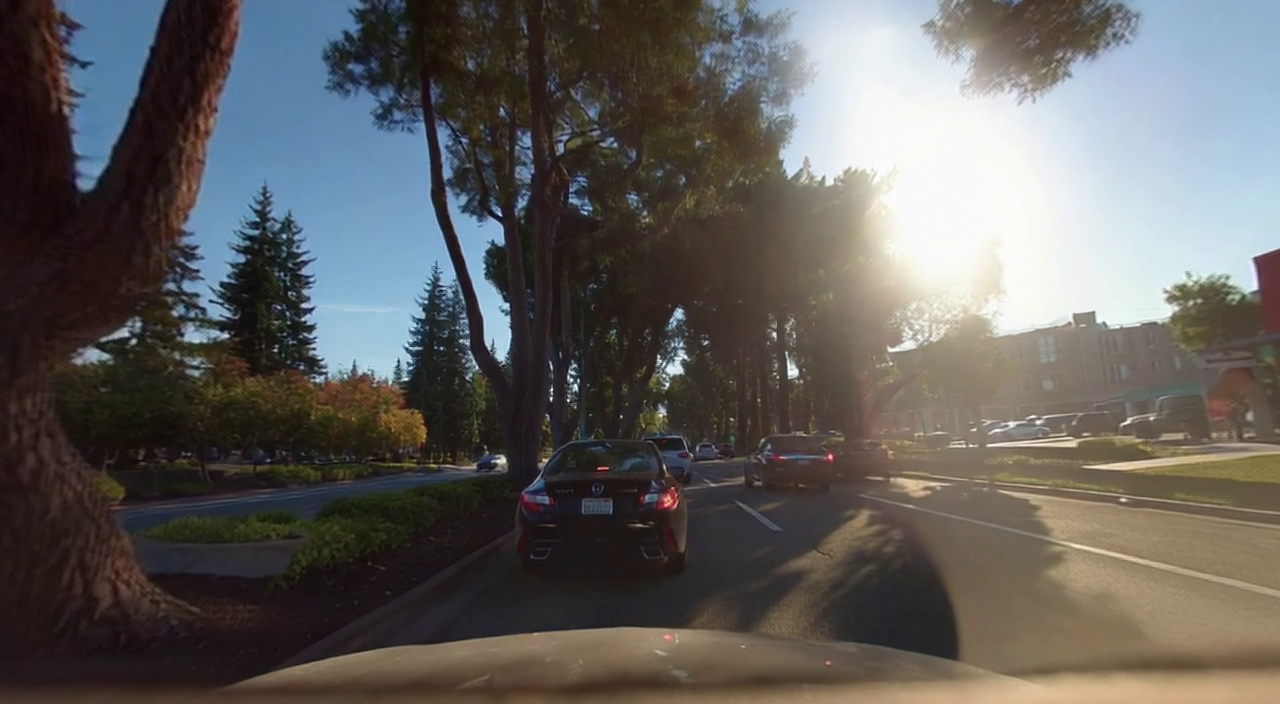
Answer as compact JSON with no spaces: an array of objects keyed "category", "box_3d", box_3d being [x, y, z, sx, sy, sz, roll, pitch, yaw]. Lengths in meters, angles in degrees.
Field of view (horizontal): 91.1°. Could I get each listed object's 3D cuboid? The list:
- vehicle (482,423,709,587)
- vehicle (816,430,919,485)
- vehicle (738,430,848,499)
[{"category":"vehicle","box_3d":[-0.409,1.726,7.923,2.111,1.506,4.018,0,-8,0]},{"category":"vehicle","box_3d":[7.872,3.697,22.242,2.064,1.747,4.372,0,-8,1]},{"category":"vehicle","box_3d":[4.009,3.032,17.287,1.971,1.637,4.317,0,-8,0]}]
